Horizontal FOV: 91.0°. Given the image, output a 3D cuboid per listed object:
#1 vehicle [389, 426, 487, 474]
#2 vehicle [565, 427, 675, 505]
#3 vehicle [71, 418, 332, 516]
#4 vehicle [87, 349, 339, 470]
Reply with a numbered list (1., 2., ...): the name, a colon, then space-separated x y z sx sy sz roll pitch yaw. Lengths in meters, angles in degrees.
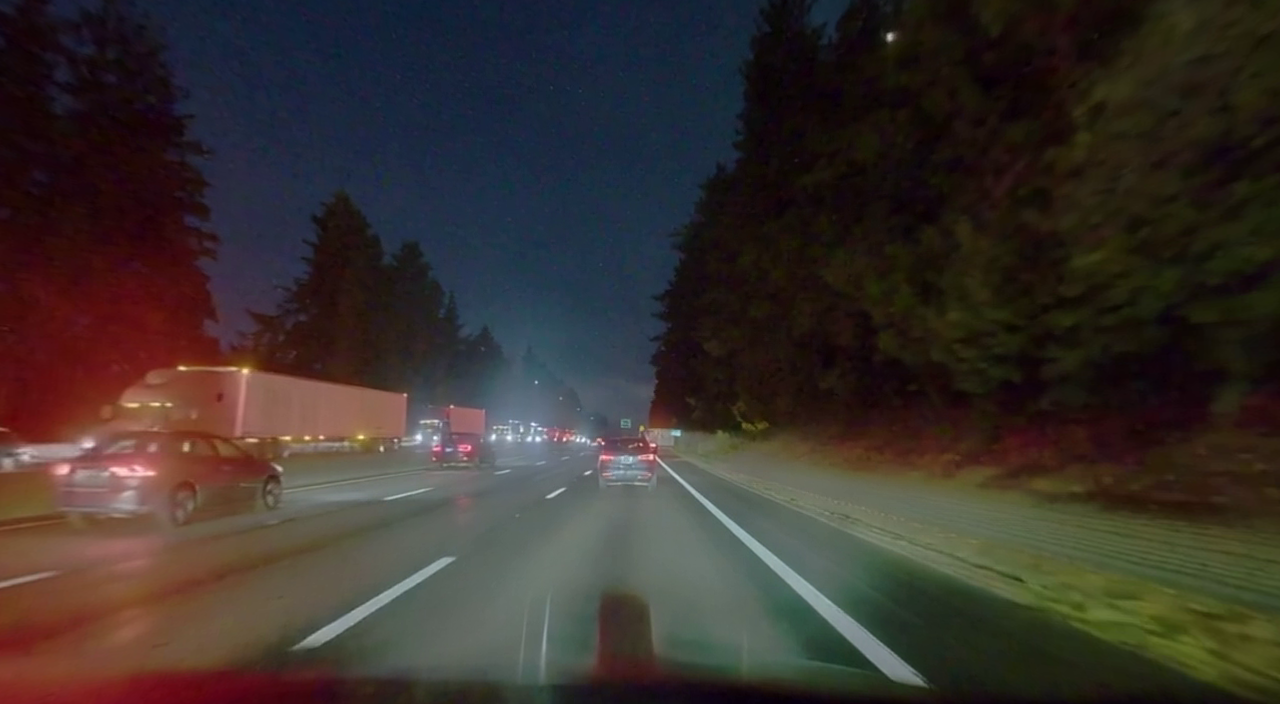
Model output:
1. vehicle: -7.708 3.807 24.587 2.325 1.663 4.426 0 -8 0
2. vehicle: -0.370 2.548 14.525 2.127 1.497 4.445 0 -8 1
3. vehicle: -7.832 2.077 11.805 2.088 1.531 3.791 0 -8 1
4. vehicle: -15.013 2.358 23.494 3.034 3.627 9.026 0 -8 0
